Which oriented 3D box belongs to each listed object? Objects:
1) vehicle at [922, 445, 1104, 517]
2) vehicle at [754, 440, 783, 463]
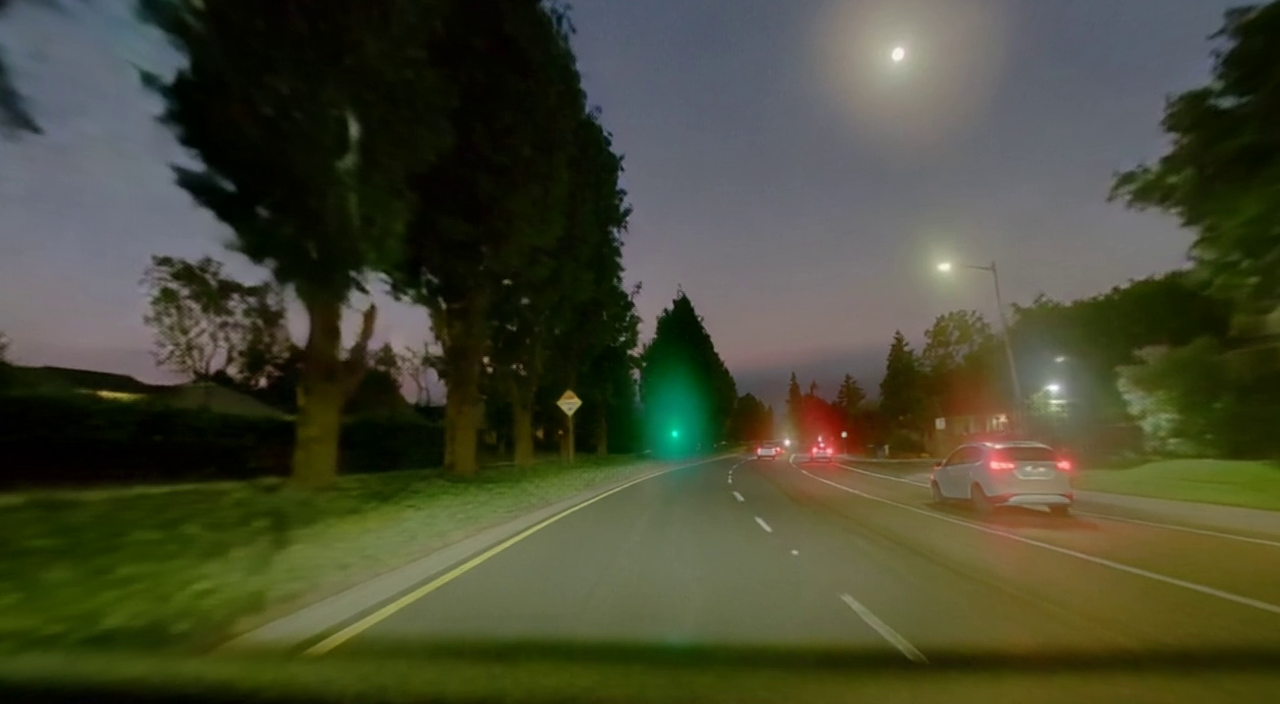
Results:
[{"bbox_3d":[8.568,2.945,15.040,1.855,1.444,4.389,-1,-8,3],"label":"vehicle"},{"bbox_3d":[9.983,7.710,49.152,1.991,1.684,4.127,-2,-8,10],"label":"vehicle"}]
